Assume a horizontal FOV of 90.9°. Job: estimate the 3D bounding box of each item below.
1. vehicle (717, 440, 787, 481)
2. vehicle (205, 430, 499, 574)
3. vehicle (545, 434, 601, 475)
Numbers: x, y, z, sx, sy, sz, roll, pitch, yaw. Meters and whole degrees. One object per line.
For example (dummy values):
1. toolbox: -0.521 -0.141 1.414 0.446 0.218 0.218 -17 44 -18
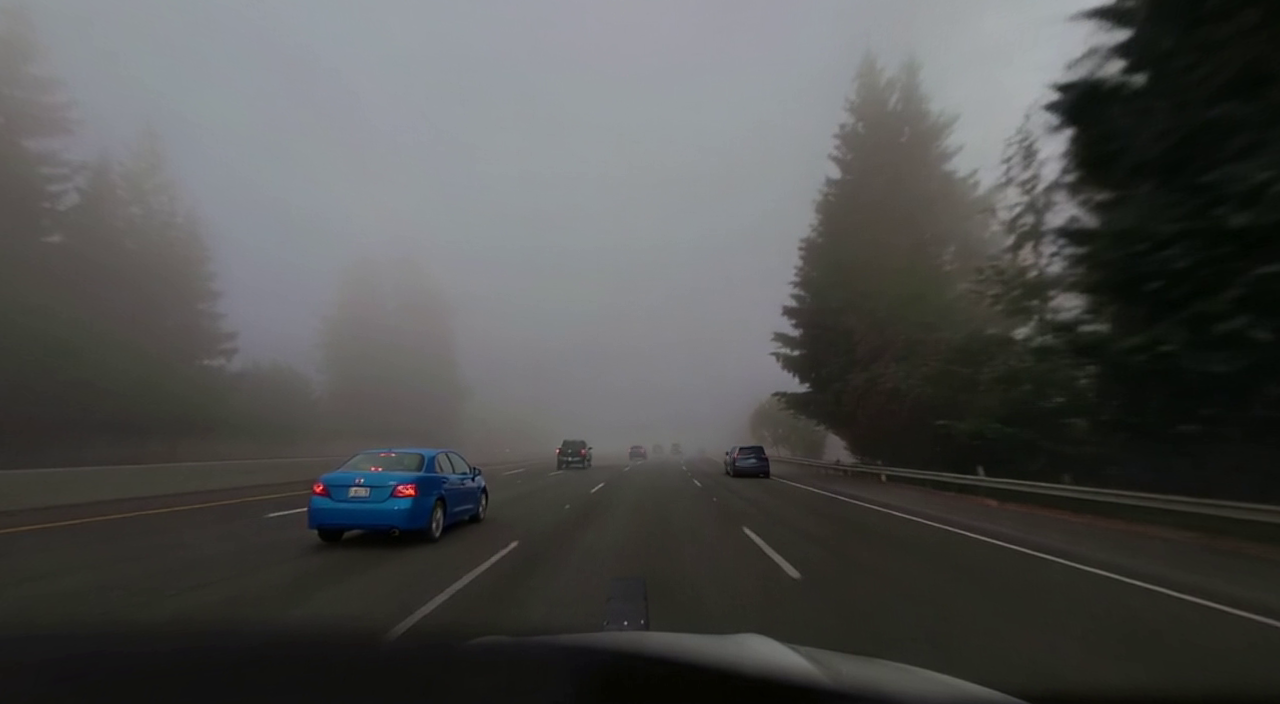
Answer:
1. vehicle: 4.377 4.313 25.327 2.100 1.472 4.533 0 -8 1
2. vehicle: -3.512 1.892 8.846 1.948 1.475 4.461 0 -8 1
3. vehicle: -3.163 4.972 30.783 2.122 1.847 4.696 0 -8 1
